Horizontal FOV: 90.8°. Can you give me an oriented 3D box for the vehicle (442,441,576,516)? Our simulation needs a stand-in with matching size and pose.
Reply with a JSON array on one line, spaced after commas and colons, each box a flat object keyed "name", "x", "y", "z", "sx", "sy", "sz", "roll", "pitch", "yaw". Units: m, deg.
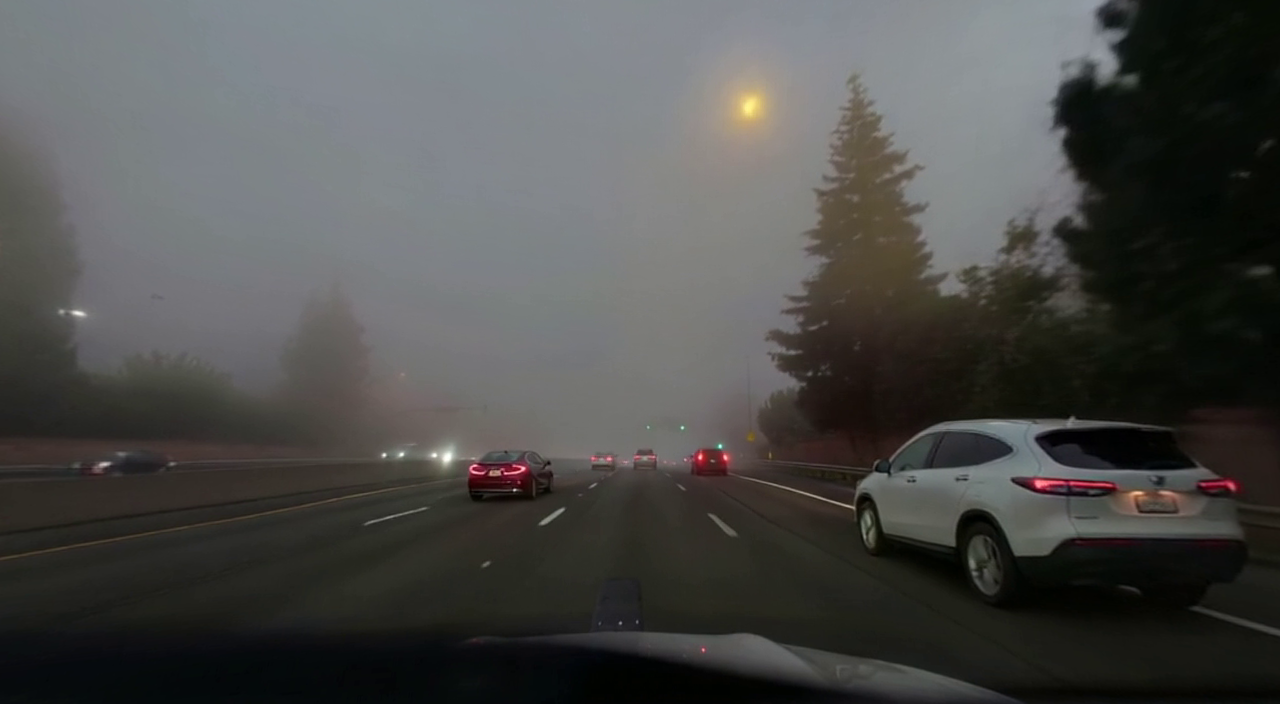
[{"name": "vehicle", "x": -2.939, "y": 2.957, "z": 15.414, "sx": 2.130, "sy": 1.514, "sz": 4.766, "roll": 0, "pitch": -8, "yaw": 2}]

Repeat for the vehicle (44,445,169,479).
[{"name": "vehicle", "x": -26.597, "y": 5.476, "z": 31.685, "sx": 1.828, "sy": 1.560, "sz": 4.372, "roll": -3, "pitch": -9, "yaw": 17}]

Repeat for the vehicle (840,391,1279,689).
[{"name": "vehicle", "x": 3.688, "y": 1.424, "z": 6.012, "sx": 2.029, "sy": 1.716, "sz": 4.545, "roll": 0, "pitch": -8, "yaw": 0}]

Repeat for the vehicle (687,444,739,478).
[{"name": "vehicle", "x": 3.935, "y": 5.941, "z": 34.705, "sx": 2.320, "sy": 1.735, "sz": 4.408, "roll": 0, "pitch": -8, "yaw": 0}]

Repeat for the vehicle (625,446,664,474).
[{"name": "vehicle", "x": 0.371, "y": 6.939, "z": 40.871, "sx": 2.408, "sy": 1.748, "sz": 4.217, "roll": 0, "pitch": -8, "yaw": 2}]
